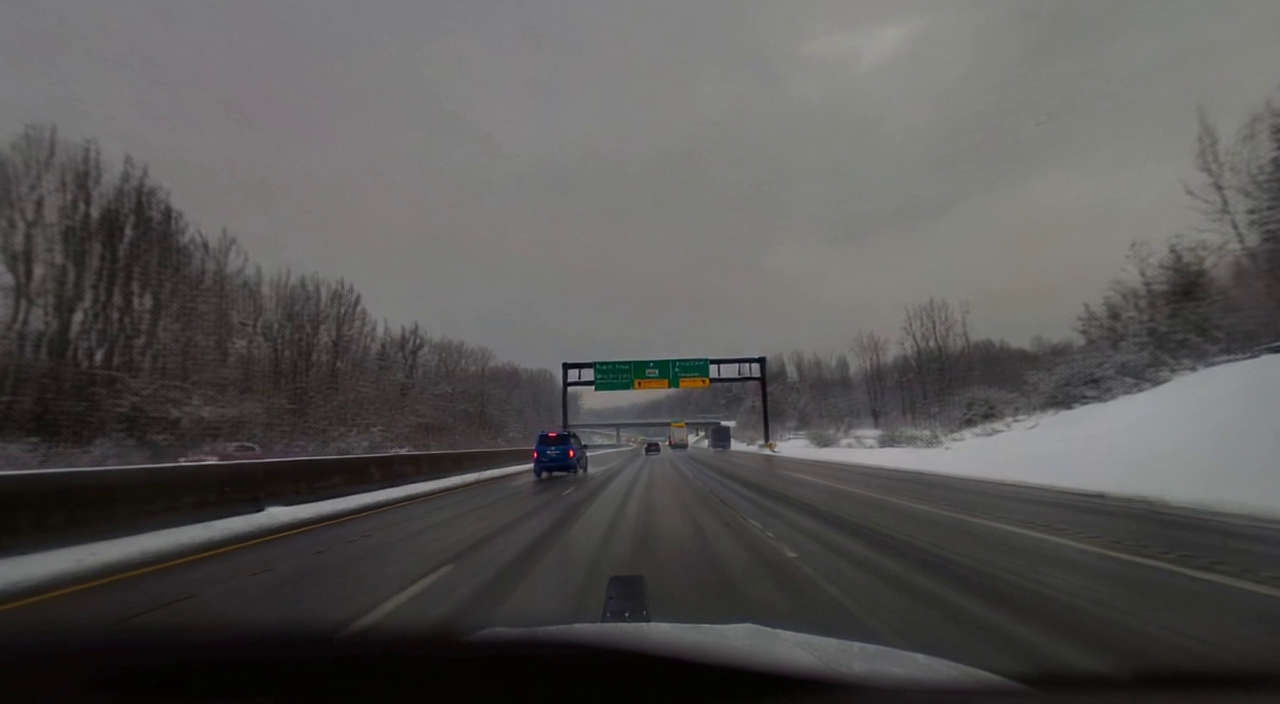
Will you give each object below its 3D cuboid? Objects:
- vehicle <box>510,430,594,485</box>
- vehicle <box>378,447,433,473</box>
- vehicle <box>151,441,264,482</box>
[{"bbox_3d":[-2.964,3.659,22.187,2.177,1.707,4.432,-1,-8,2],"label":"vehicle"},{"bbox_3d":[-15.325,7.069,41.403,1.870,1.542,4.271,0,-8,1],"label":"vehicle"},{"bbox_3d":[-23.311,5.894,34.231,2.175,2.021,5.334,-1,-8,2],"label":"vehicle"}]
